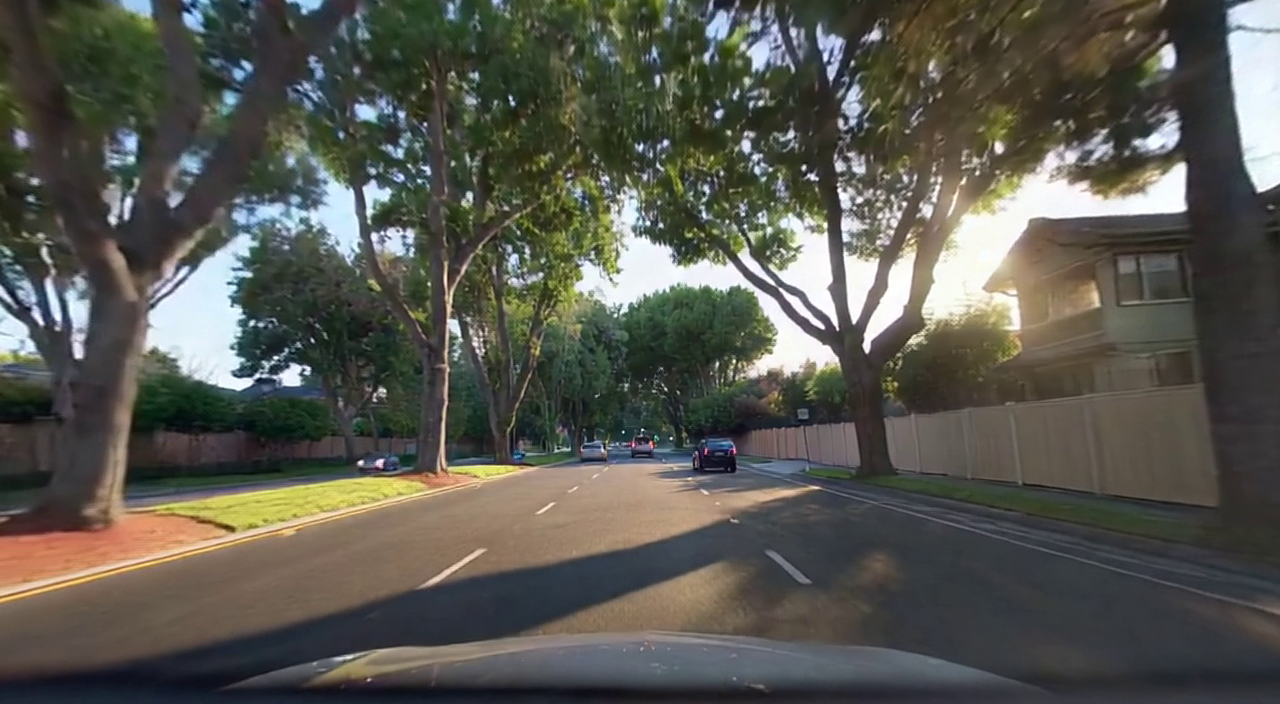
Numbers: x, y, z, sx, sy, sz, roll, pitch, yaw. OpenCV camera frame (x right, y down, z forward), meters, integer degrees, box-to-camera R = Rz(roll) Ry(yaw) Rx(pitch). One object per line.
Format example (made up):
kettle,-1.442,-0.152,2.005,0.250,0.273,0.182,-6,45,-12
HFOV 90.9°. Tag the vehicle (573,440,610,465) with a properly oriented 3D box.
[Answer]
vehicle,-3.015,6.411,40.247,1.940,1.473,4.133,0,-8,1

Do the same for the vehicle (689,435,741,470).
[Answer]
vehicle,3.887,5.309,33.469,2.182,1.688,4.187,0,-8,-1
